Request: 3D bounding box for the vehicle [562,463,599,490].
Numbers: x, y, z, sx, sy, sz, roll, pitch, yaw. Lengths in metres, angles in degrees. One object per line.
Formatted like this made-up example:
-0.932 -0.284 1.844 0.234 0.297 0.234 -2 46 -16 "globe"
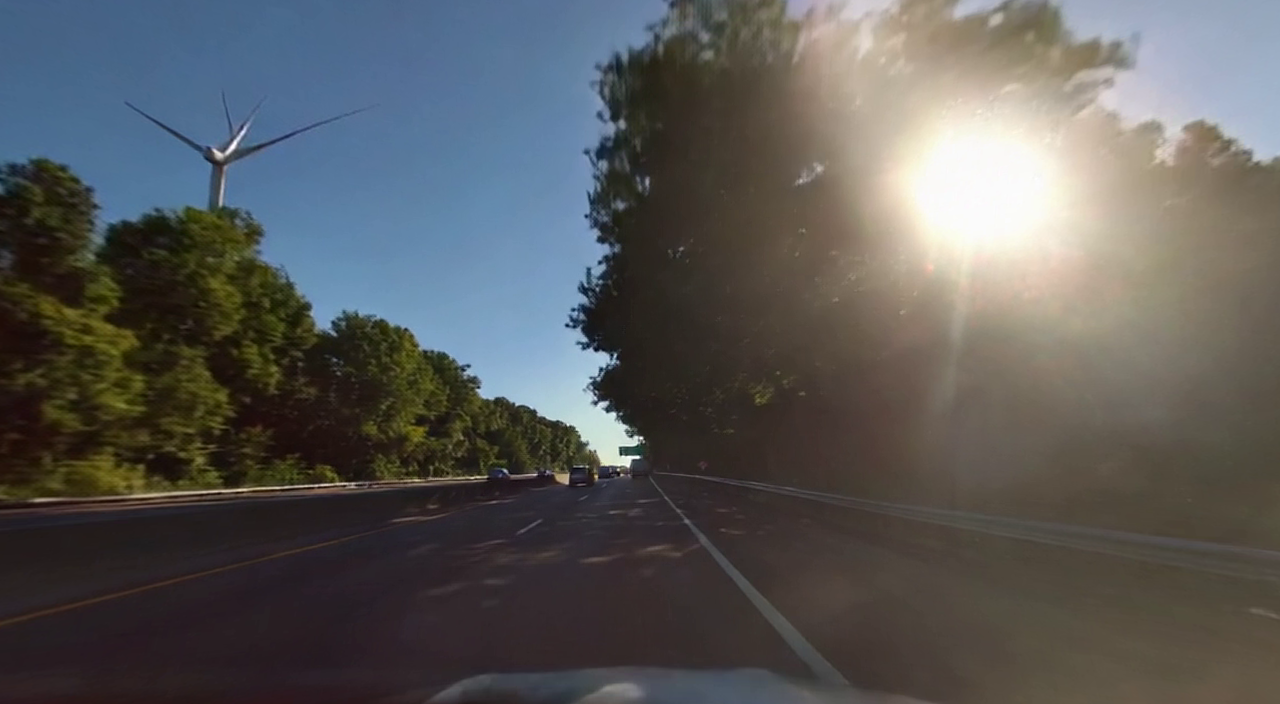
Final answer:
-4.033 8.549 43.471 2.124 1.705 4.440 1 -11 0 "vehicle"
